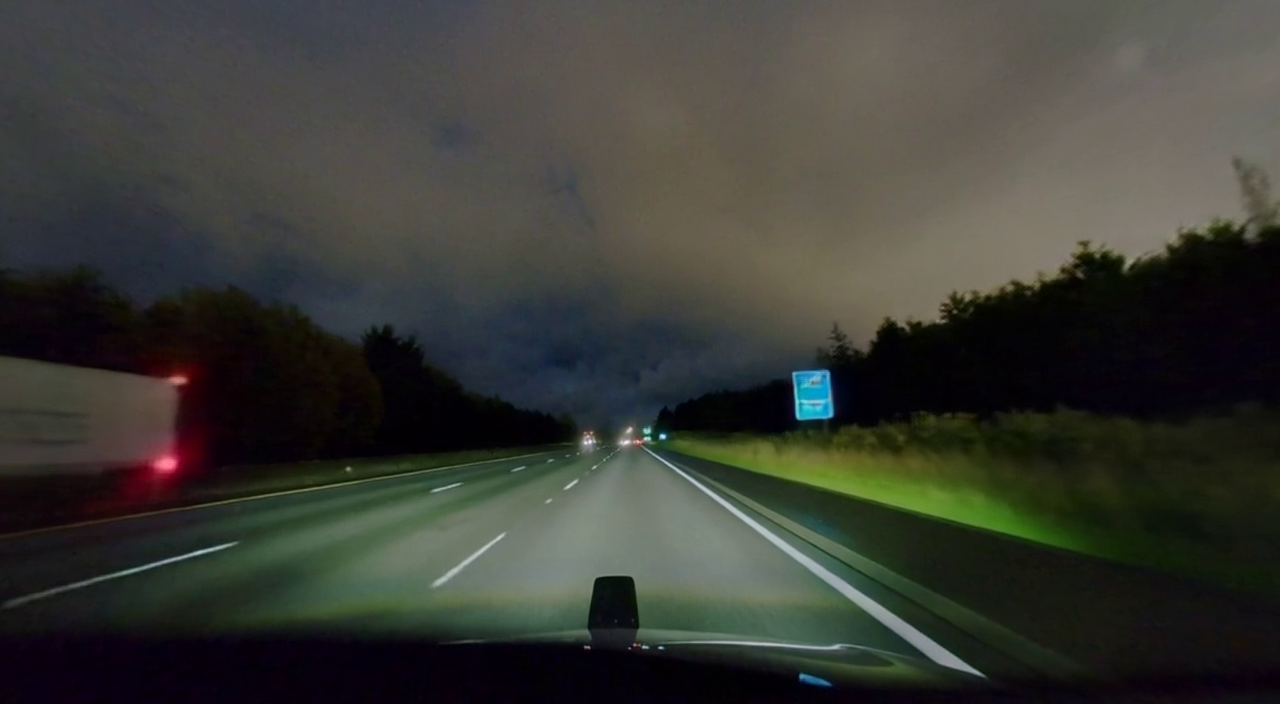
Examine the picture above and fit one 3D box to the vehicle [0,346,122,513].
[{"bbox_3d":[-17.341,1.848,15.062,3.011,4.097,8.046,0,-8,-1],"label":"vehicle"}]
